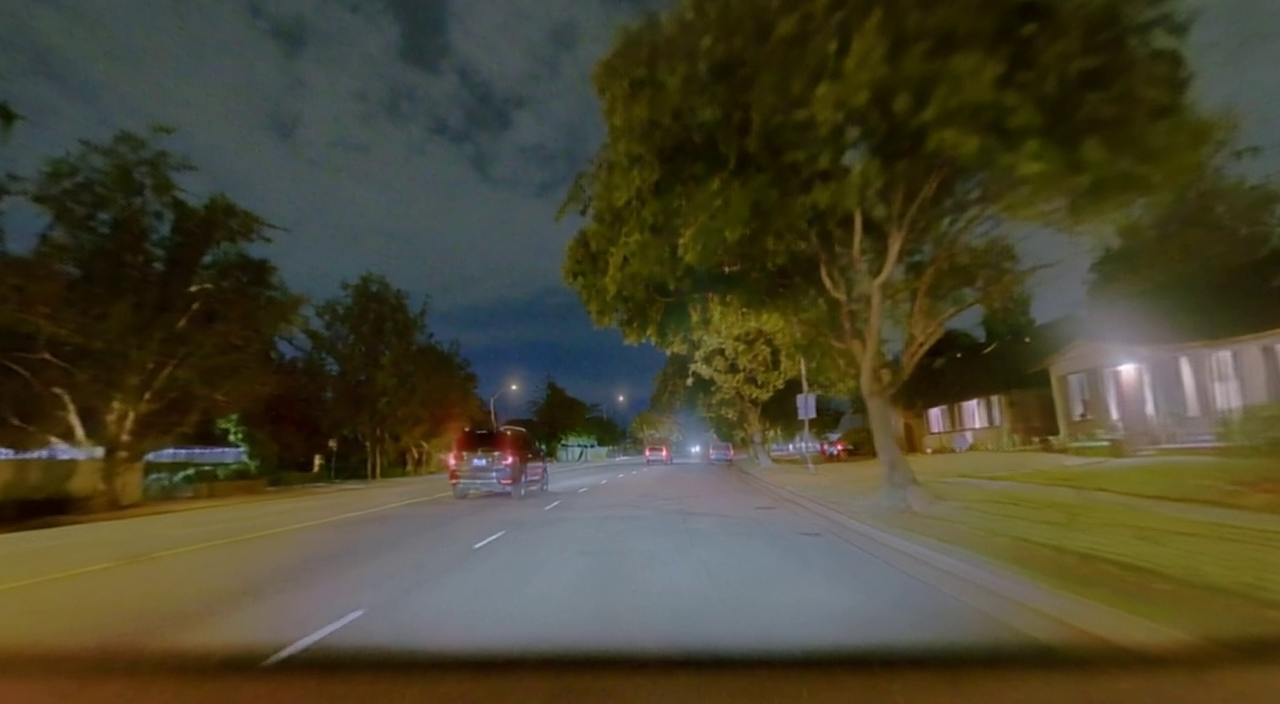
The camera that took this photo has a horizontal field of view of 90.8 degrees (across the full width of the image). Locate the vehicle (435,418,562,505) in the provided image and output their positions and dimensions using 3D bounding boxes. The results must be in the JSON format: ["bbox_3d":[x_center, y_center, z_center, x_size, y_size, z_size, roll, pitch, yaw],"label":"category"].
[{"bbox_3d":[-3.794,3.054,18.048,2.085,2.084,5.133,-1,-8,4],"label":"vehicle"}]

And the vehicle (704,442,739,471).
[{"bbox_3d":[5.100,6.444,39.270,2.040,1.643,4.446,-1,-9,8],"label":"vehicle"}]
